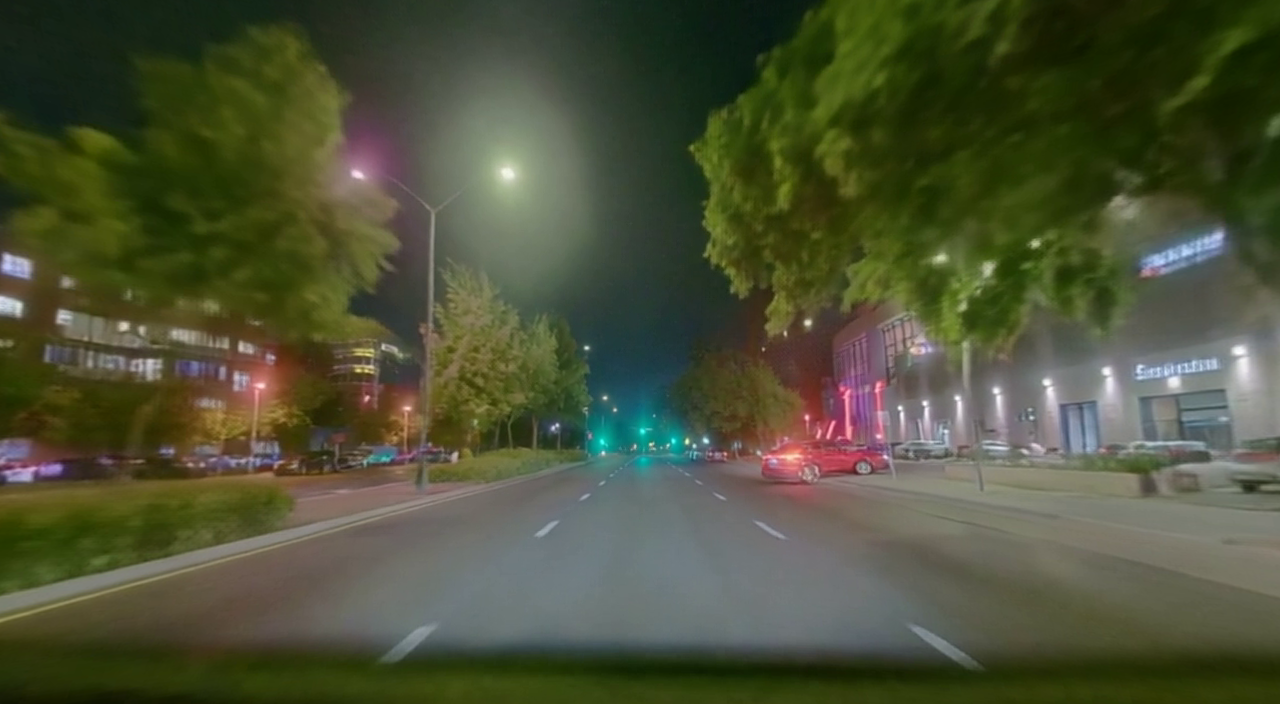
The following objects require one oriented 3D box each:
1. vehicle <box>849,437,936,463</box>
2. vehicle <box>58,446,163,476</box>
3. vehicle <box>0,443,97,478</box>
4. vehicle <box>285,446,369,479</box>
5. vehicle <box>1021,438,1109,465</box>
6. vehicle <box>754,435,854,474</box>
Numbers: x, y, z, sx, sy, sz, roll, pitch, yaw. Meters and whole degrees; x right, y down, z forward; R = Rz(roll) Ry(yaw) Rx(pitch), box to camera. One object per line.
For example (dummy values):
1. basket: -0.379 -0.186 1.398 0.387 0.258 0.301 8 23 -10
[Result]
1. vehicle: 16.982 6.612 42.545 4.897 1.739 2.259 0 -9 2
2. vehicle: -32.353 6.665 38.629 4.557 1.773 2.018 0 -9 1
3. vehicle: -32.107 5.770 33.339 4.718 1.644 2.287 -2 -9 2
4. vehicle: -18.938 6.695 38.466 2.317 1.830 5.142 0 -9 2
5. vehicle: 29.527 6.905 43.918 4.641 1.816 1.954 0 -9 3
6. vehicle: 9.427 5.868 36.276 5.329 2.114 2.325 -3 -9 19
